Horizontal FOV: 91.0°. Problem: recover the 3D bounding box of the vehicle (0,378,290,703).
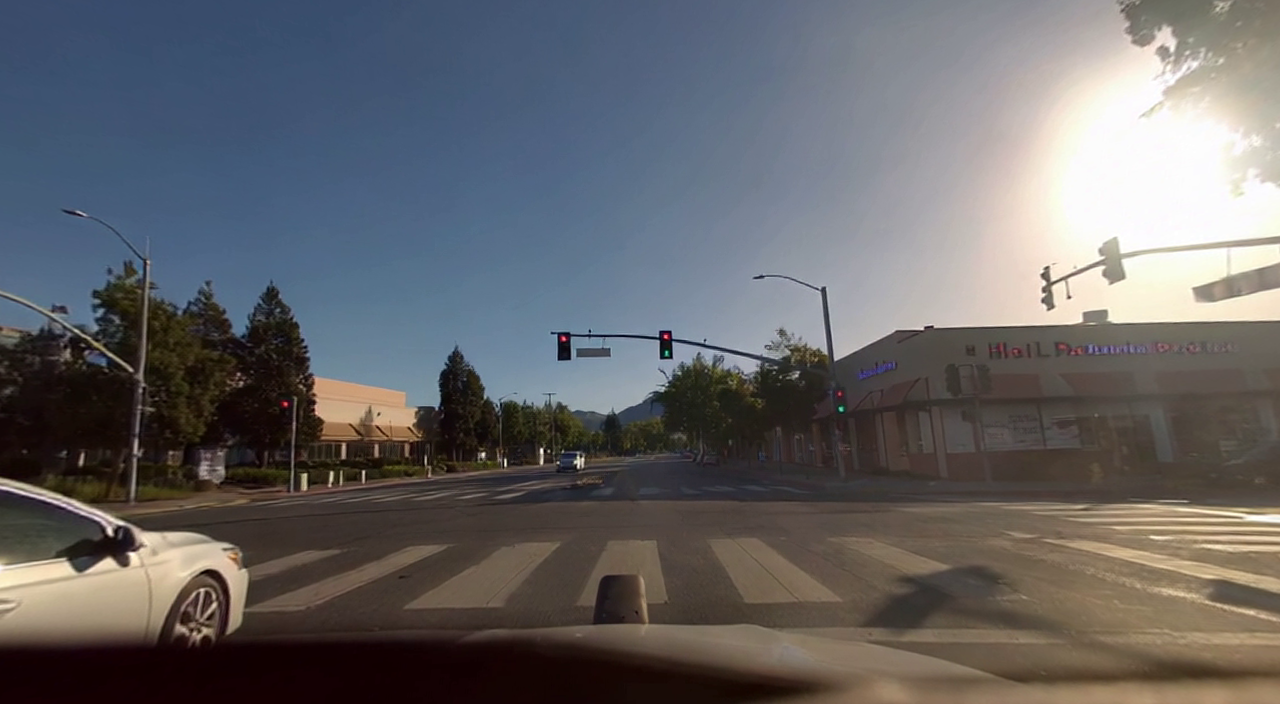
[{"bbox_3d":[-3.496,0.893,2.269,1.947,1.627,4.248,0,-9,1],"label":"vehicle"}]
